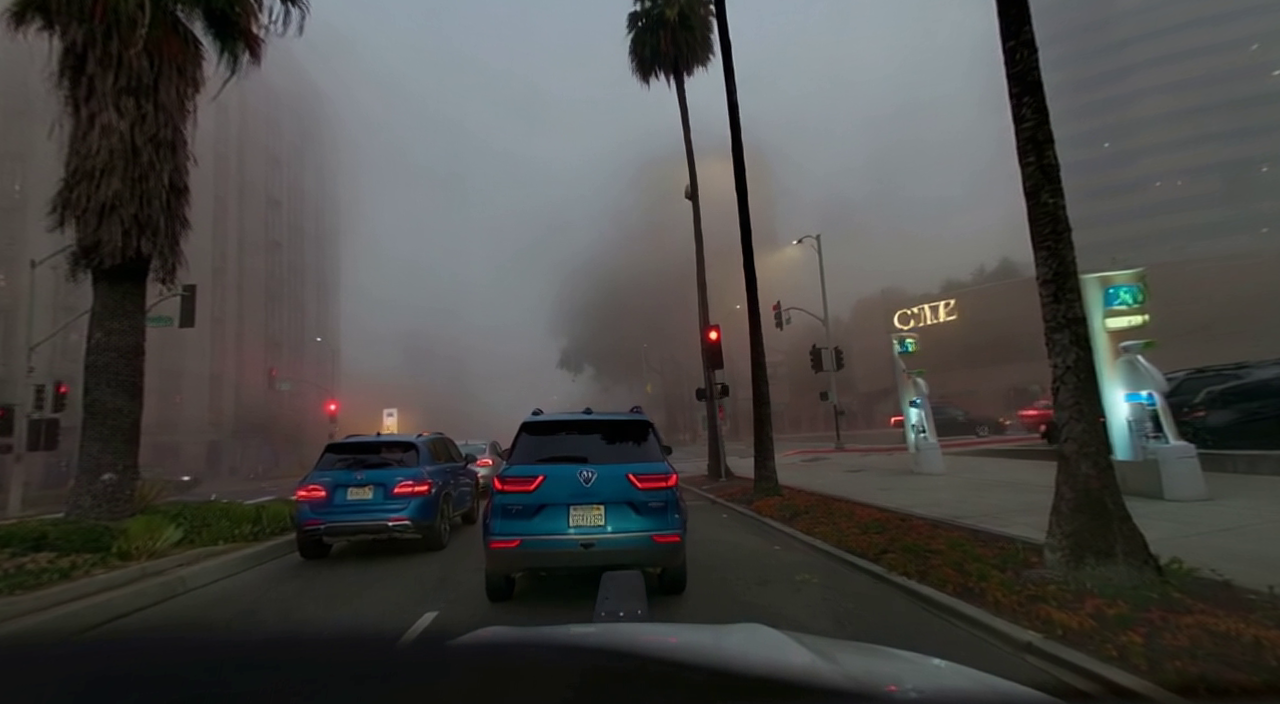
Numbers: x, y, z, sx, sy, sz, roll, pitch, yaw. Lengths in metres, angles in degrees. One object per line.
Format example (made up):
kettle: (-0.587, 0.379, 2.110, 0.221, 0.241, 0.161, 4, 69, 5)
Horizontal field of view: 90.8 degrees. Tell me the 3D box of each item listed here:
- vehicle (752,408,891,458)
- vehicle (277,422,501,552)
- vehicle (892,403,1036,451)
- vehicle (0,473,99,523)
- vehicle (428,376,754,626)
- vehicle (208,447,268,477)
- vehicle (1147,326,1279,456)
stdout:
vehicle: (7.747, 3.517, 27.364, 5.307, 2.076, 2.122, 0, -8, -5)
vehicle: (-3.868, 2.158, 10.931, 2.097, 1.692, 5.030, 0, -8, -4)
vehicle: (14.057, 3.312, 27.683, 5.033, 1.999, 2.259, 0, -8, -3)
vehicle: (-24.602, 5.681, 24.728, 4.660, 1.708, 2.331, 0, -8, -1)
vehicle: (-0.544, 1.498, 7.410, 2.519, 1.913, 4.819, 0, -8, -4)
vehicle: (-28.735, 7.862, 45.262, 1.783, 1.997, 4.000, 0, -8, -4)
vehicle: (9.985, 0.610, 8.698, 4.374, 1.571, 1.963, 0, -8, -4)
